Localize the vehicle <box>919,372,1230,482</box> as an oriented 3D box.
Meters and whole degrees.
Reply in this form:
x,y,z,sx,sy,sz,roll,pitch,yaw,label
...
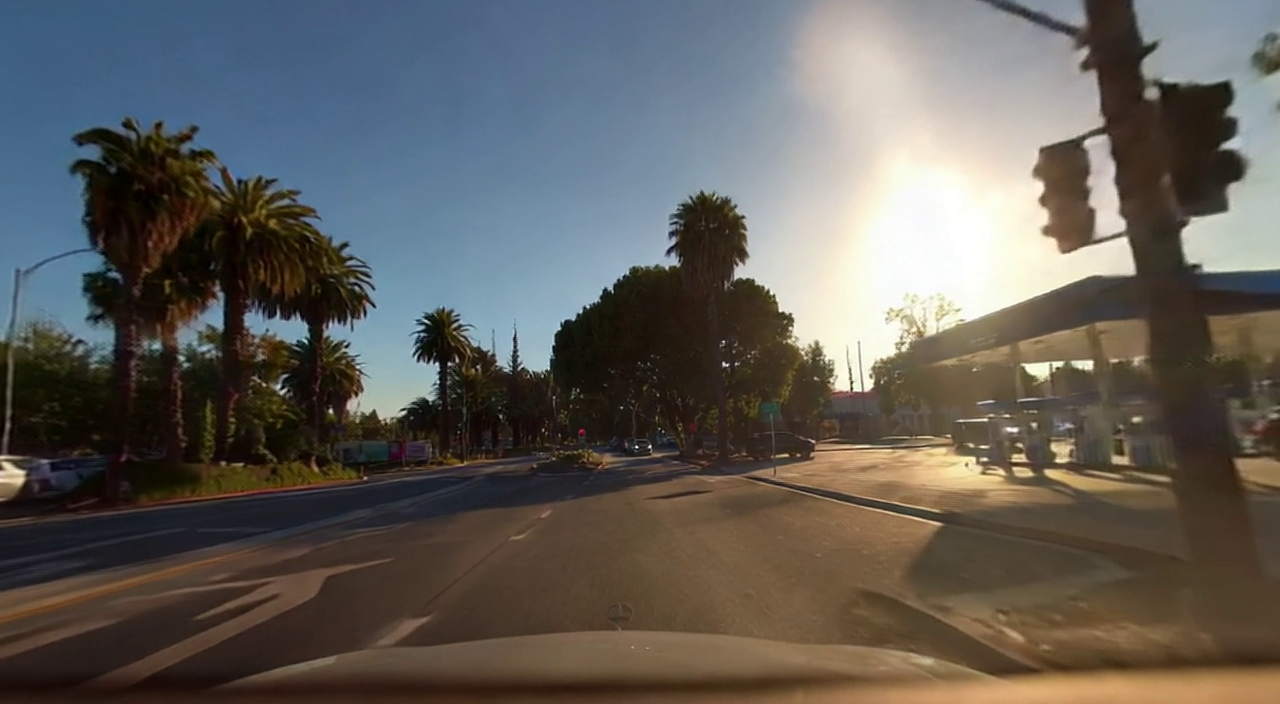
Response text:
x,y,z,sx,sy,sz,roll,pitch,yaw,label
13.351,2.653,21.279,2.944,2.783,10.332,0,-8,-2,vehicle

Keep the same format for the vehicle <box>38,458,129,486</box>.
x,y,z,sx,sy,sz,roll,pitch,yaw,label
-36.377,7.824,41.474,1.917,1.684,4.567,0,-9,-2,vehicle

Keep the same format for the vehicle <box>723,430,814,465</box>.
x,y,z,sx,sy,sz,roll,pitch,yaw,label
8.463,6.205,41.326,6.059,2.082,2.703,7,-11,-42,vehicle
